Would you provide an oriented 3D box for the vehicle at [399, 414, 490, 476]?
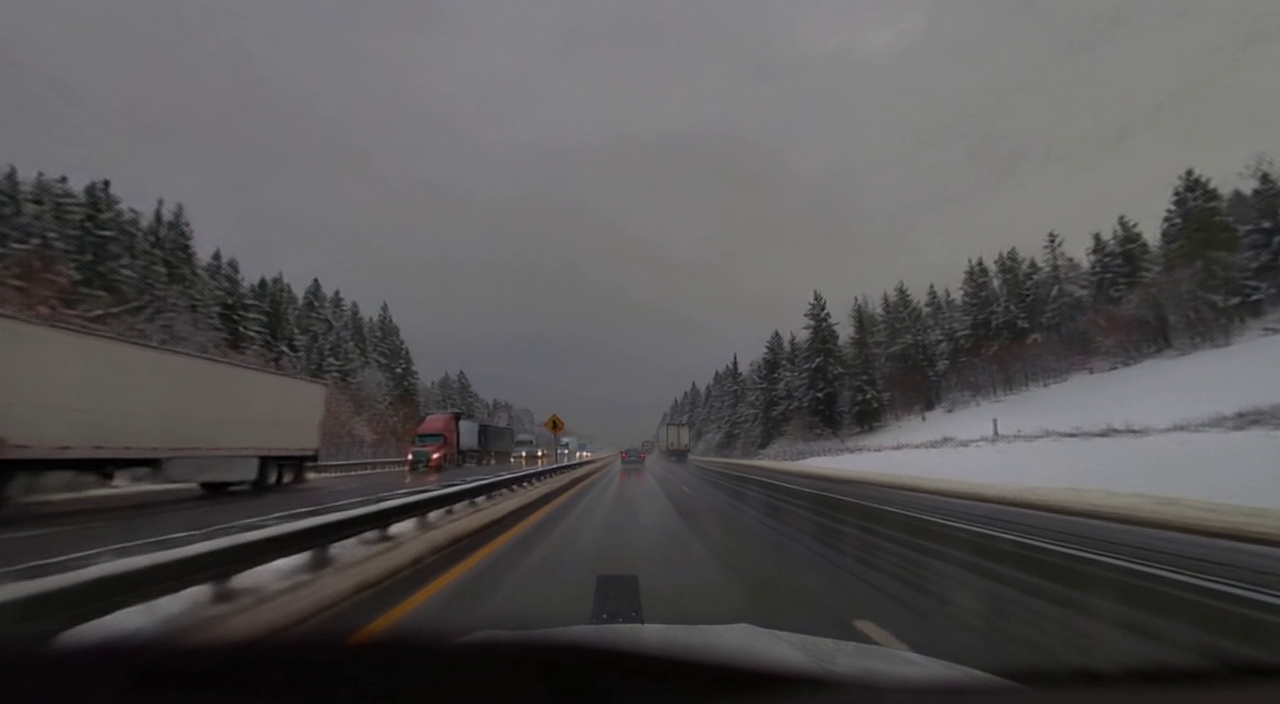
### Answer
[{"bbox_3d":[-13.111,6.457,43.668,2.919,3.755,10.586,0,-9,0],"label":"vehicle"}]

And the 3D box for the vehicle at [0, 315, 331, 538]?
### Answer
[{"bbox_3d":[-12.970,2.068,16.171,2.859,3.965,14.502,0,-9,-1],"label":"vehicle"}]

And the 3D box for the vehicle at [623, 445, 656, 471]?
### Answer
[{"bbox_3d":[-0.031,7.158,42.908,2.137,1.689,4.051,0,-9,0],"label":"vehicle"}]
